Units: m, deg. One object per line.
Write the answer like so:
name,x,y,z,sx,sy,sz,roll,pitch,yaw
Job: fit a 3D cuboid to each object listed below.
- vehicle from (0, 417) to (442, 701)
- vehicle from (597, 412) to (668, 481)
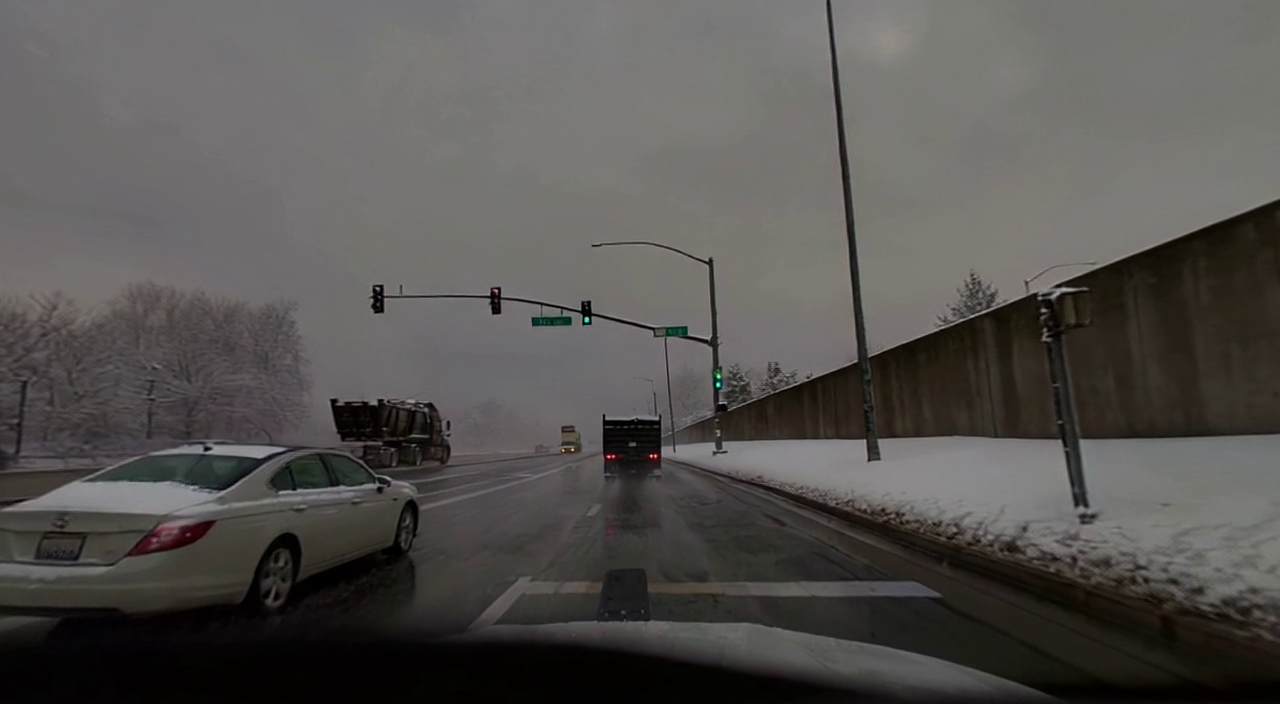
vehicle,-3.710,1.462,5.882,2.019,1.480,4.966,0,-8,1
vehicle,-0.345,3.553,23.830,2.355,2.305,5.336,0,-9,-2
